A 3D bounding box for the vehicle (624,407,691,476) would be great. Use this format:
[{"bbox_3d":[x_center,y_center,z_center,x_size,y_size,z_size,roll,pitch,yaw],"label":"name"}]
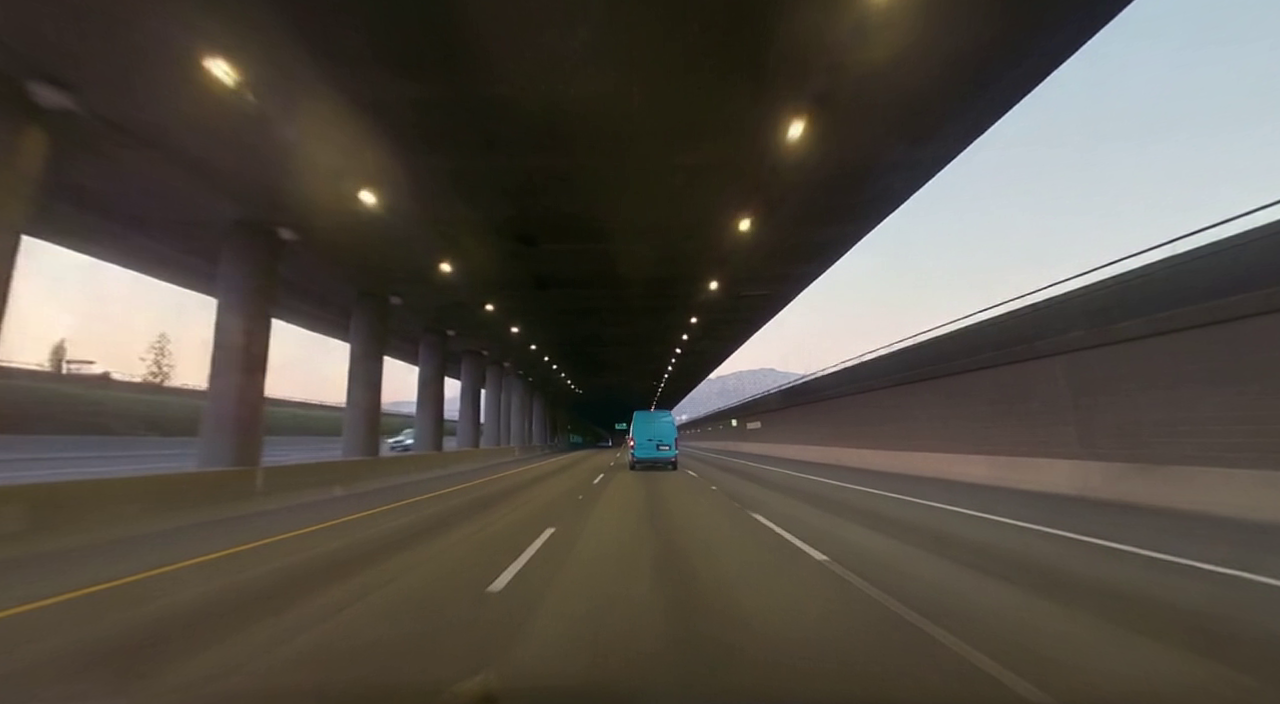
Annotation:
[{"bbox_3d":[0.617,3.623,25.616,2.404,2.459,5.229,0,-8,0],"label":"vehicle"}]
